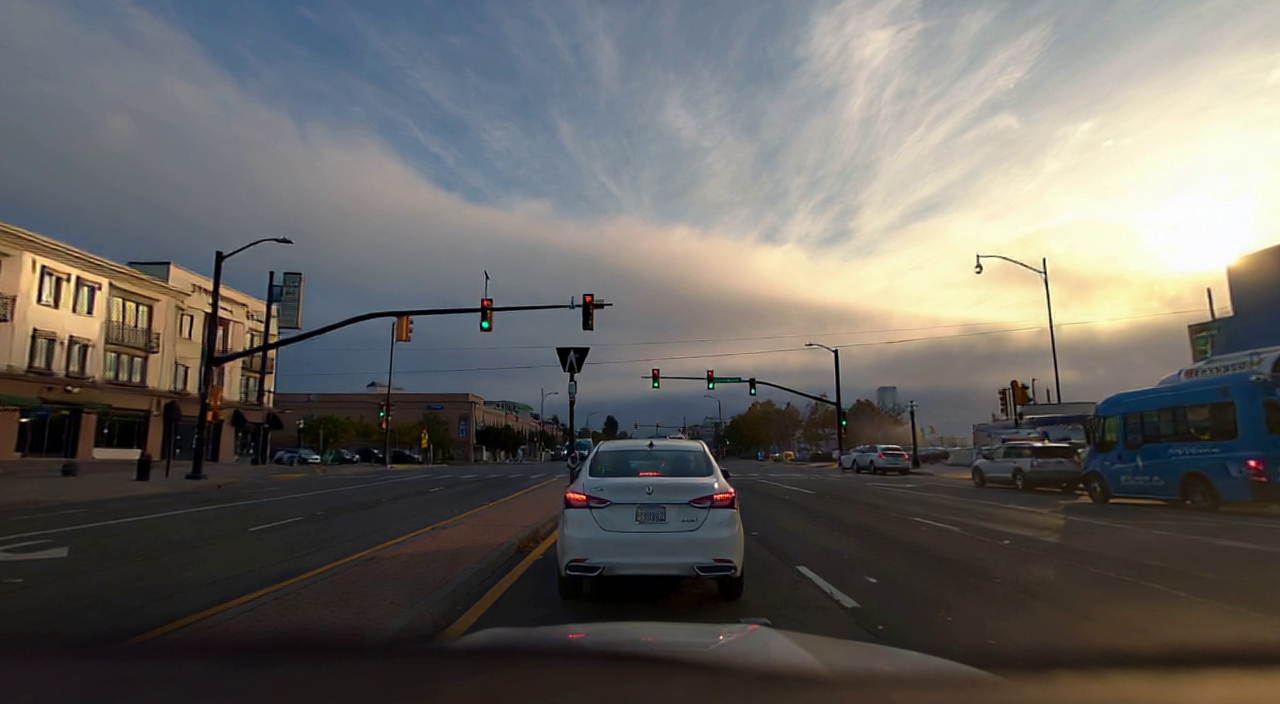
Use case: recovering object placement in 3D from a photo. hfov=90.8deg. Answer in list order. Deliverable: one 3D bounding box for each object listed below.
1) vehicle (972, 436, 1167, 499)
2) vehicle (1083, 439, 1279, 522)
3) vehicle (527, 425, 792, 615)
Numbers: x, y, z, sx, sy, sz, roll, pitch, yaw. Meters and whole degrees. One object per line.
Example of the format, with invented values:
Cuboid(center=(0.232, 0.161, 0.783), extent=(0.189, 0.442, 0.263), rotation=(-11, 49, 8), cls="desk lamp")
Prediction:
Cuboid(center=(14.067, 3.815, 21.362), extent=(2.309, 1.819, 5.793), rotation=(1, -9, -3), cls="vehicle")
Cuboid(center=(14.164, 3.100, 15.931), extent=(2.235, 1.721, 5.230), rotation=(0, -9, 1), cls="vehicle")
Cuboid(center=(0.126, 1.645, 7.142), extent=(2.067, 1.471, 4.241), rotation=(0, -9, -1), cls="vehicle")
